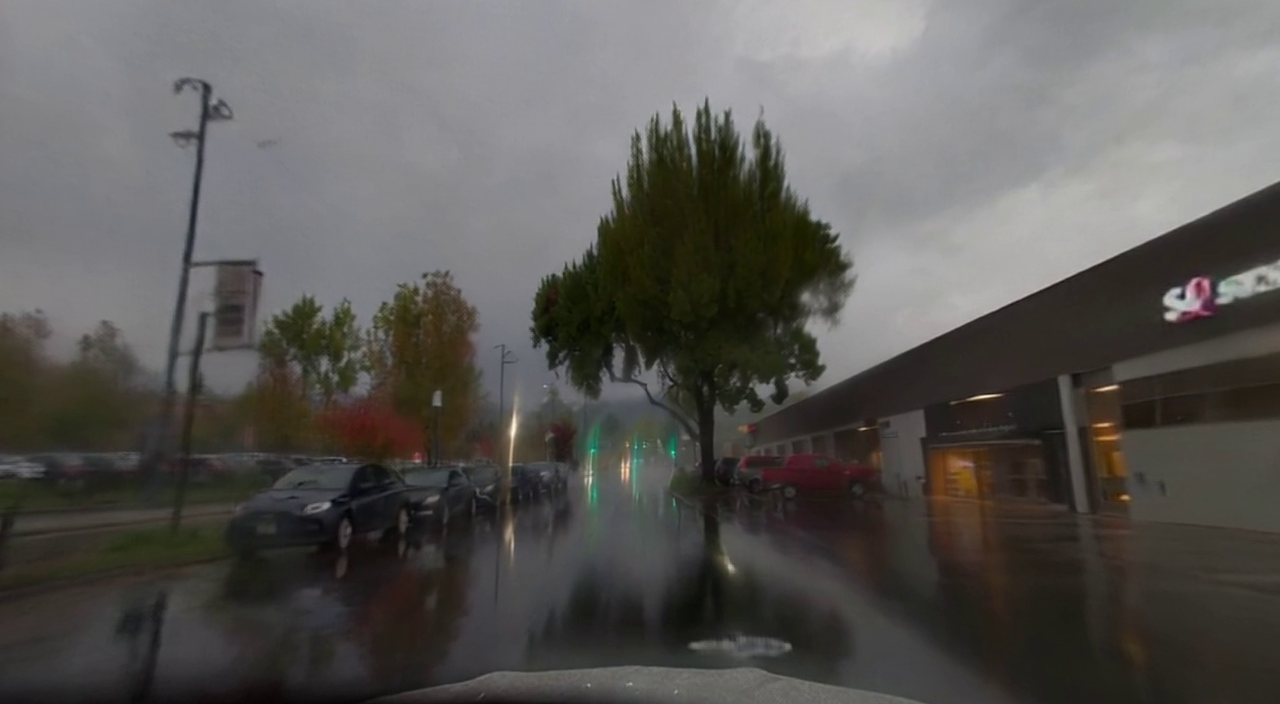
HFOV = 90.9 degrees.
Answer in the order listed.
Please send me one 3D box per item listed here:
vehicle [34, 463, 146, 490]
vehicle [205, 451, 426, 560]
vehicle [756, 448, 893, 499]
[{"bbox_3d":[-31.639,7.175,36.357,4.471,1.462,1.974,1,-11,-1],"label":"vehicle"},{"bbox_3d":[-5.764,2.786,11.982,1.832,1.623,4.424,1,-11,0],"label":"vehicle"},{"bbox_3d":[6.415,4.278,22.249,4.193,1.665,1.924,1,-11,-2],"label":"vehicle"}]
